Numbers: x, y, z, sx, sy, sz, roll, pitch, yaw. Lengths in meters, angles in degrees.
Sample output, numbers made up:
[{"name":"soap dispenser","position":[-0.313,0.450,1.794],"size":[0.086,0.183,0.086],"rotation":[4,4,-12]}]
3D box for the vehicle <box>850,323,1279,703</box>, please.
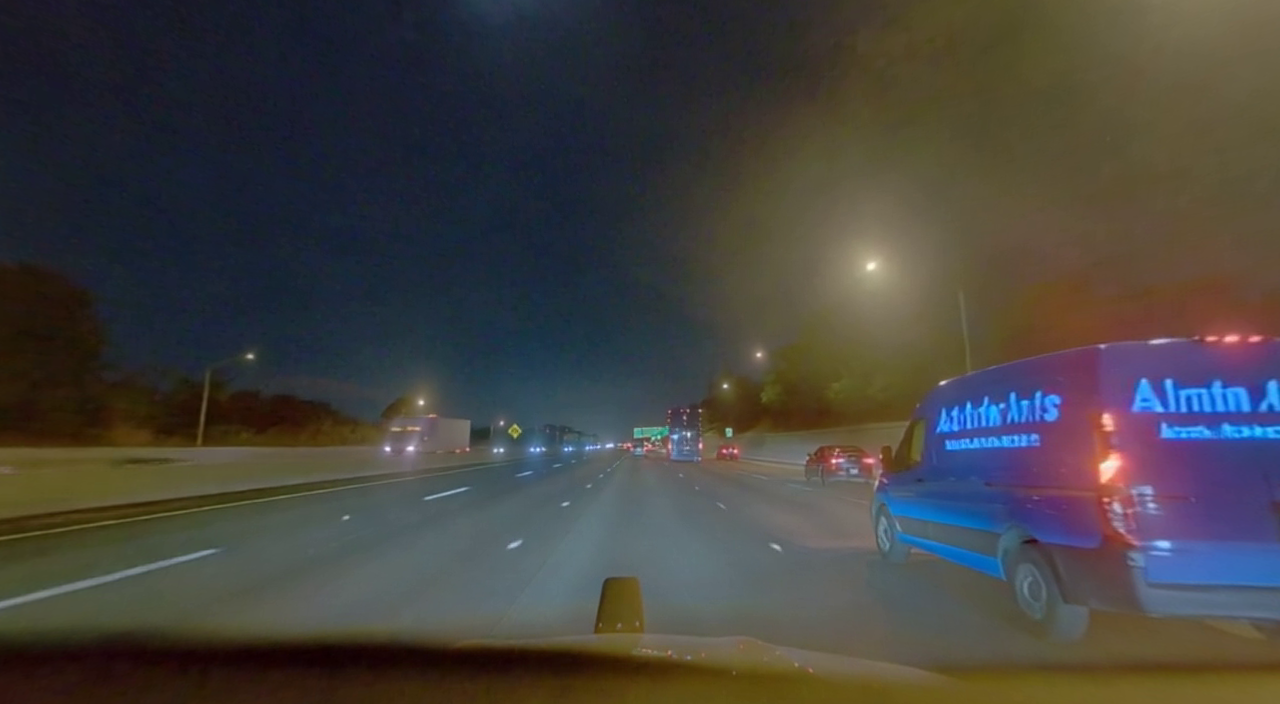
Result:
[{"name":"vehicle","position":[3.647,1.172,5.299],"size":[2.035,1.931,4.841],"rotation":[0,-8,-1]}]
